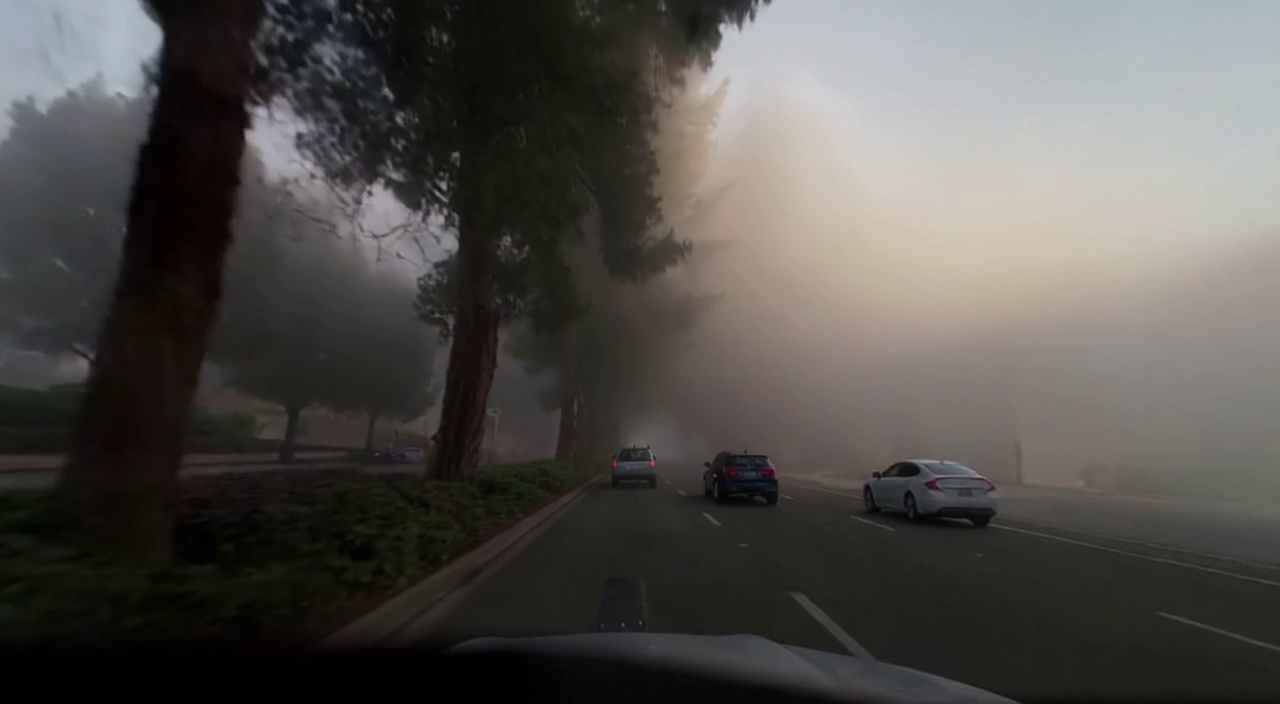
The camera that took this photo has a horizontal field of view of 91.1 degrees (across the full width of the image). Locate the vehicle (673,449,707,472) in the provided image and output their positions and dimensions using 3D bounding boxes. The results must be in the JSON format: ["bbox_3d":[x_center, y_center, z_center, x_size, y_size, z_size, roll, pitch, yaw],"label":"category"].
[{"bbox_3d":[3.475,7.616,44.287,2.012,1.462,4.163,0,-9,-1],"label":"vehicle"}]

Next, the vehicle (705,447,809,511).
[{"bbox_3d":[3.035,3.356,17.191,1.932,1.510,4.168,0,-9,-1],"label":"vehicle"}]

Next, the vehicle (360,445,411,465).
[{"bbox_3d":[-18.961,7.696,47.034,1.905,1.428,4.637,0,-9,0],"label":"vehicle"}]

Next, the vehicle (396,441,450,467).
[{"bbox_3d":[-15.479,7.268,44.979,2.100,1.708,4.567,0,-9,2],"label":"vehicle"}]

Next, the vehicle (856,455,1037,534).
[{"bbox_3d":[6.719,3.131,14.407,1.944,1.458,4.268,0,-9,0],"label":"vehicle"}]

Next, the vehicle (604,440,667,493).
[{"bbox_3d":[-0.145,3.946,22.026,2.008,1.674,4.239,0,-9,0],"label":"vehicle"}]
